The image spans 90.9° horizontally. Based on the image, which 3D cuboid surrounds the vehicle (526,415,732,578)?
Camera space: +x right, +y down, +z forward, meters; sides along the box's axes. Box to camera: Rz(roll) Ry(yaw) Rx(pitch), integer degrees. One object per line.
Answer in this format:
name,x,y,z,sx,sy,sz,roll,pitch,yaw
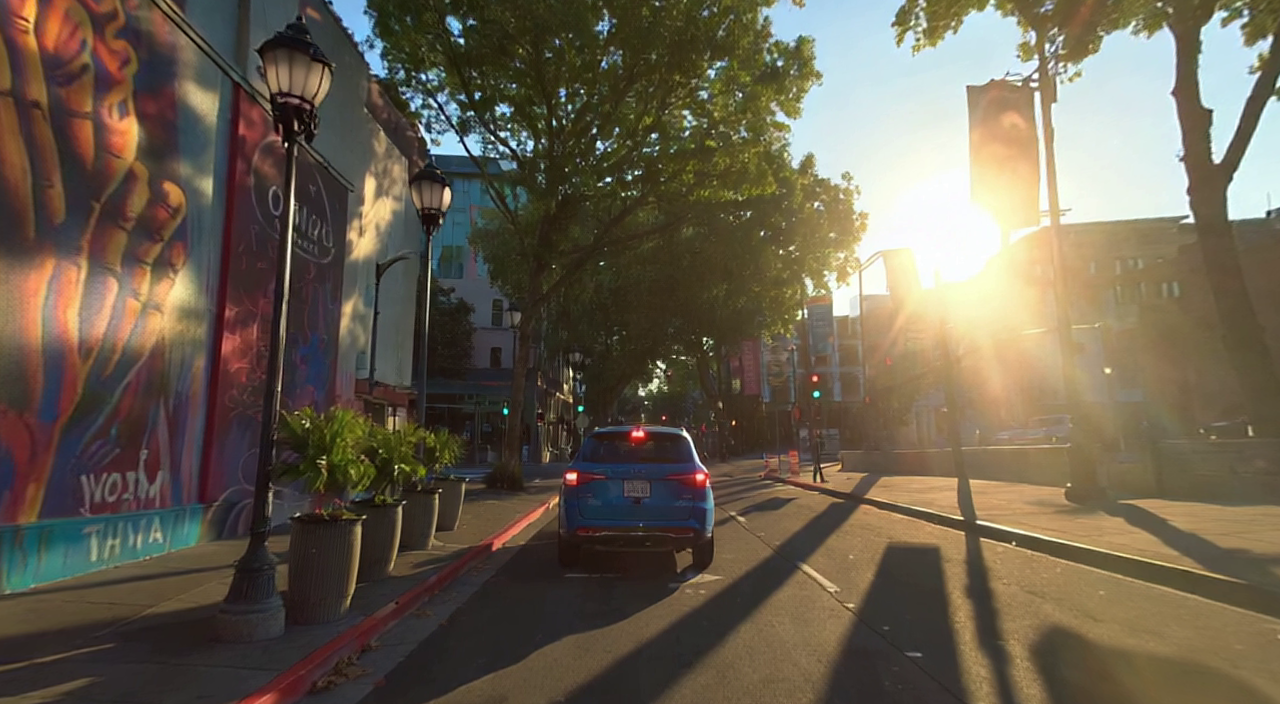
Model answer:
vehicle,-0.131,1.753,8.380,2.079,1.621,3.861,0,-8,-1
